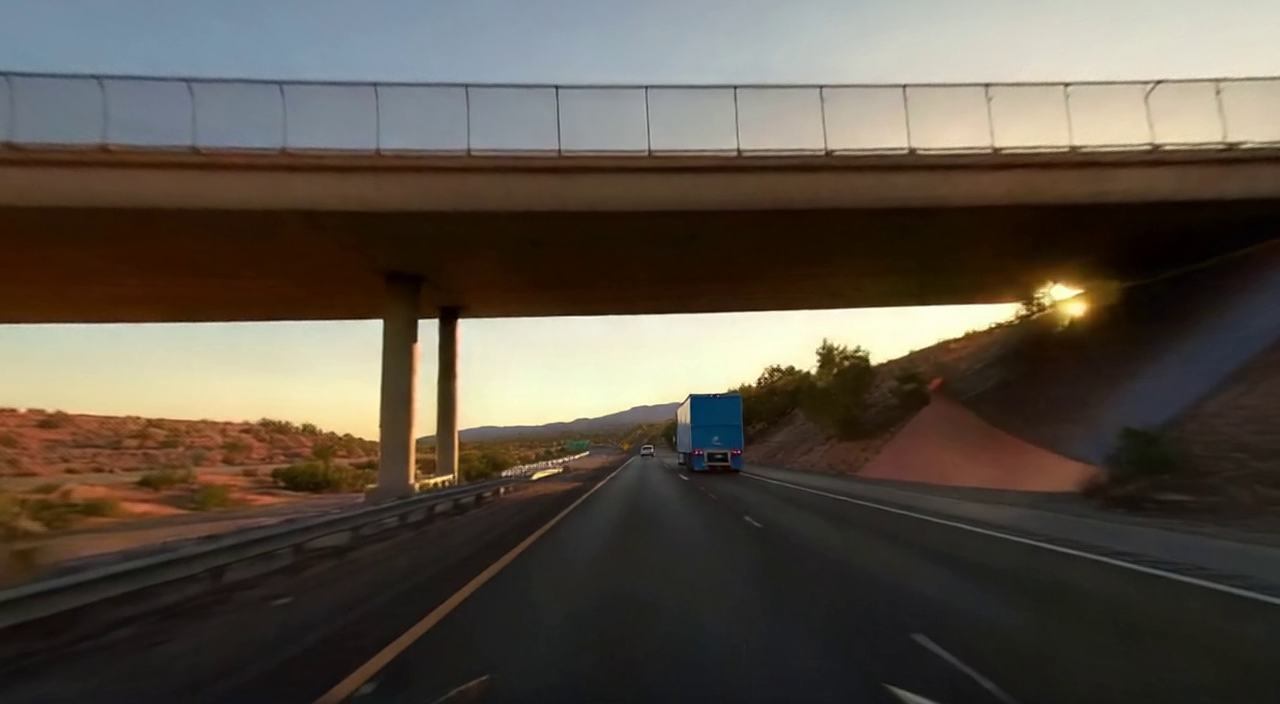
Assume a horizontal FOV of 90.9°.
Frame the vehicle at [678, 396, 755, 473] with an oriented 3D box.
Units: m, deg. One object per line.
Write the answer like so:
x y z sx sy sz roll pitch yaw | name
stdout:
4.123 4.890 36.708 3.024 3.834 10.128 0 -8 -1 | vehicle
